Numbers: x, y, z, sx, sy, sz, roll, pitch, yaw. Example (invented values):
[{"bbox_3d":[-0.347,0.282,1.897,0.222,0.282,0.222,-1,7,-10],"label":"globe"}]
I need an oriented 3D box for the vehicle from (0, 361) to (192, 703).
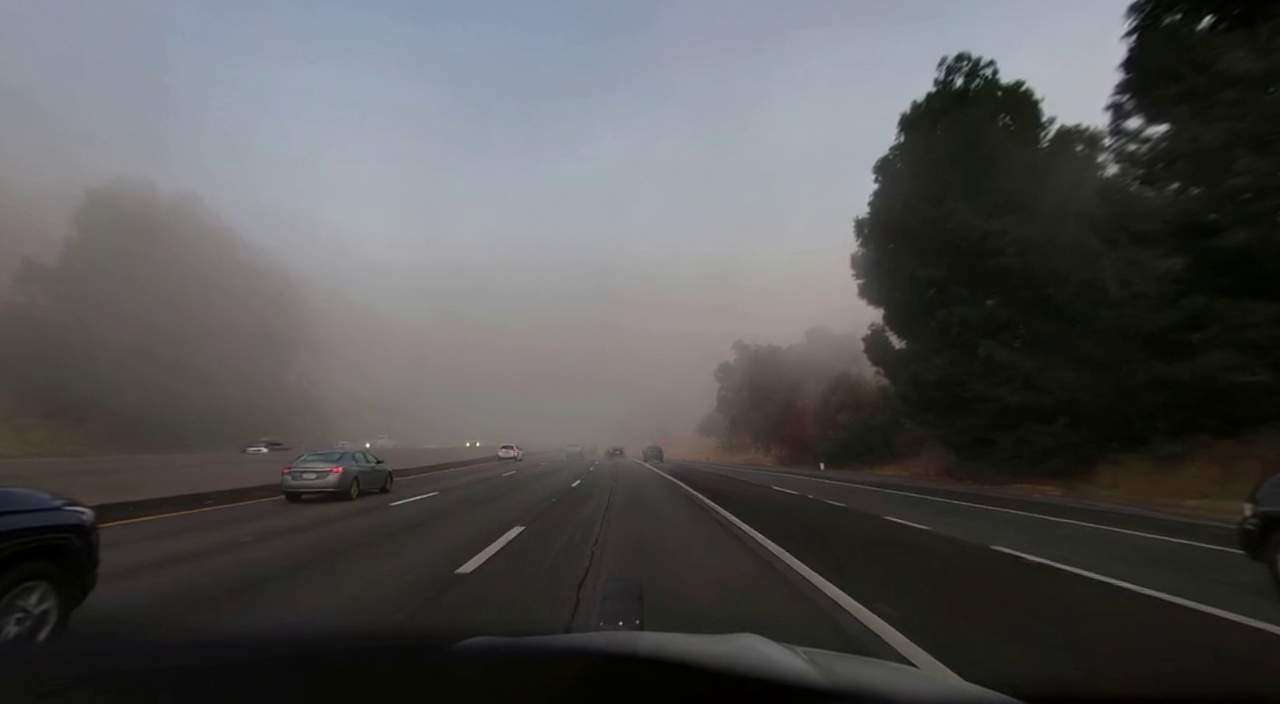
[{"bbox_3d":[-4.049,0.728,1.767,2.166,1.700,4.661,0,-8,0],"label":"vehicle"}]

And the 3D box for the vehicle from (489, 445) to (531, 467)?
[{"bbox_3d":[-8.867,7.092,43.353,2.020,1.447,4.322,0,-8,-1],"label":"vehicle"}]

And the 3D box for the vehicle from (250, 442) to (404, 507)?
[{"bbox_3d":[-8.162,3.199,17.036,1.975,1.520,4.390,0,-8,-1],"label":"vehicle"}]
